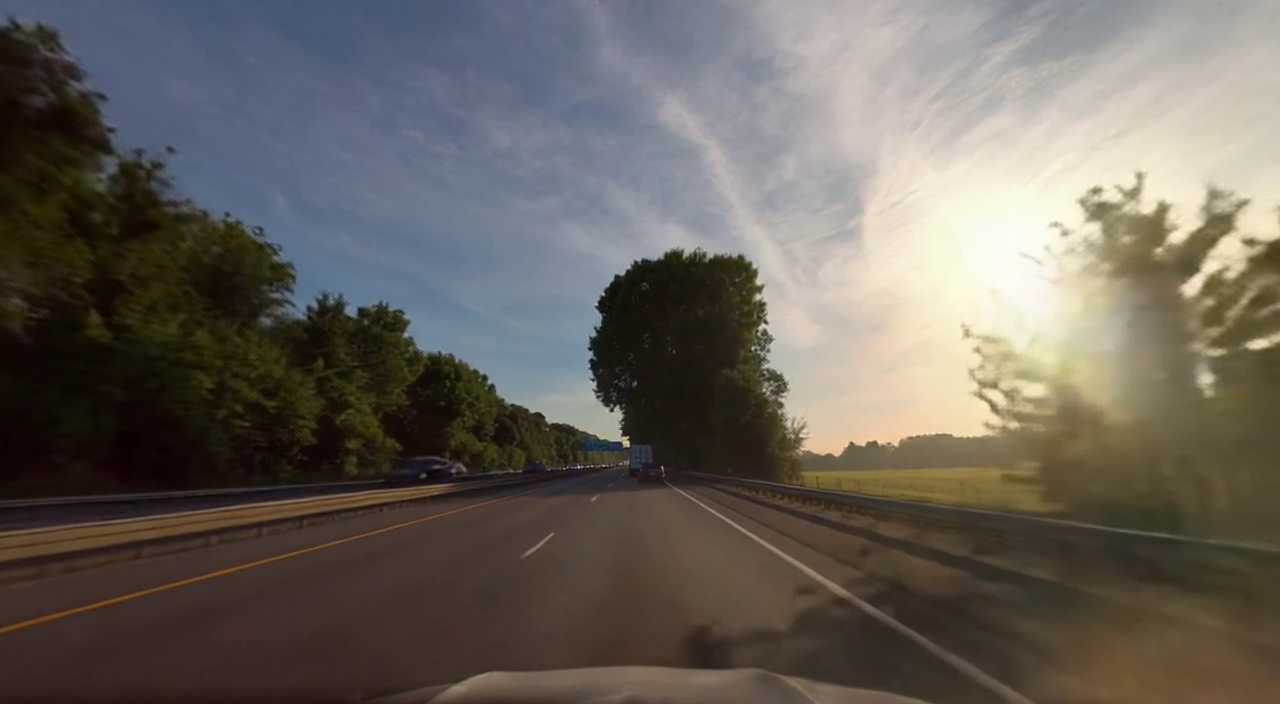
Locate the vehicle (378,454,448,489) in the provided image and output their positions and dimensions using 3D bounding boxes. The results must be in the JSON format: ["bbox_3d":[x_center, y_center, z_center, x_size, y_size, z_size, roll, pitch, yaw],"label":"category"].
[{"bbox_3d":[-11.702,6.220,32.780,1.984,1.648,4.195,1,-10,0],"label":"vehicle"}]

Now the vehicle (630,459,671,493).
[{"bbox_3d":[0.547,6.711,34.327,2.048,1.663,4.377,1,-10,0],"label":"vehicle"}]

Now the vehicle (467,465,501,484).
[{"bbox_3d":[-12.094,9.496,49.066,1.679,1.388,3.355,1,-10,1],"label":"vehicle"}]
